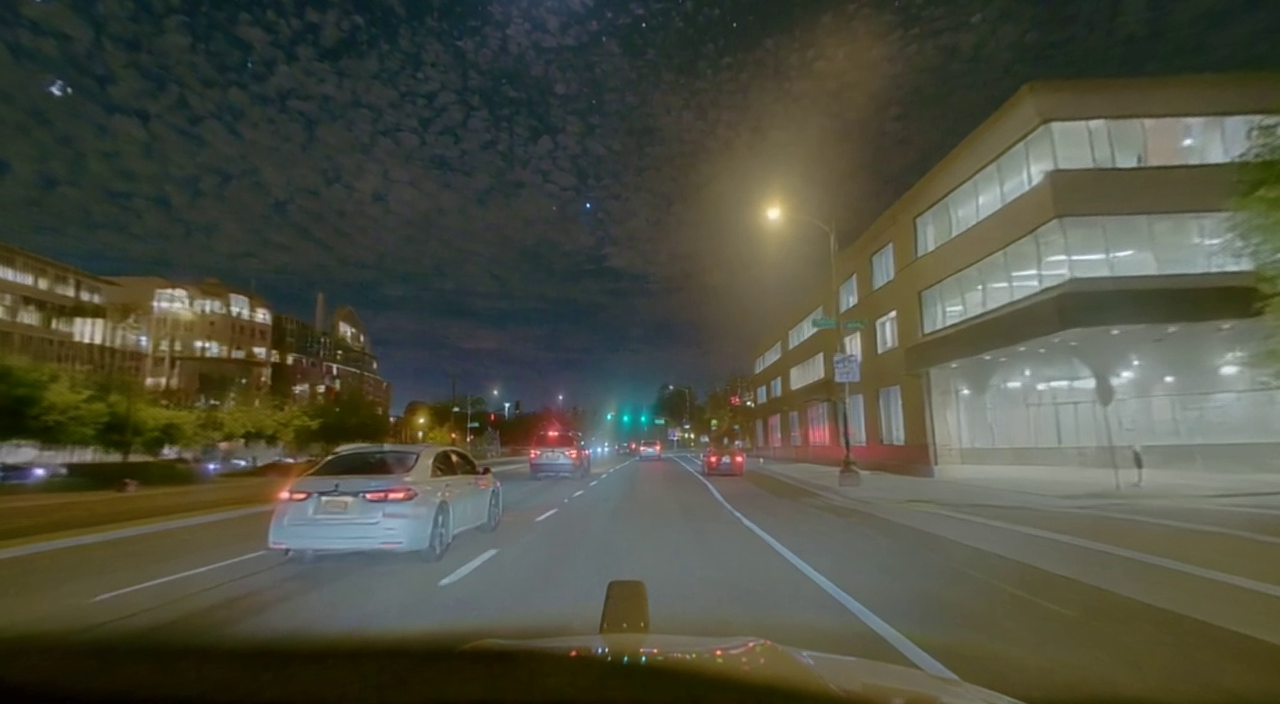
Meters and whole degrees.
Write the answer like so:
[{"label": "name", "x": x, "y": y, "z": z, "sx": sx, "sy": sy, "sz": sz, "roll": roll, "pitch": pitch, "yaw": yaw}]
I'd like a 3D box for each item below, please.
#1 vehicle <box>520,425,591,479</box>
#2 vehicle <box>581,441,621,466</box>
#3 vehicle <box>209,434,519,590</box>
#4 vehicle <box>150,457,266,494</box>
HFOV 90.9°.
[{"label": "vehicle", "x": -3.296, "y": 4.050, "z": 25.661, "sx": 2.152, "sy": 1.987, "sz": 4.527, "roll": -1, "pitch": -9, "yaw": 1}, {"label": "vehicle", "x": -2.456, "y": 6.542, "z": 40.801, "sx": 2.246, "sy": 1.481, "sz": 4.146, "roll": -1, "pitch": -9, "yaw": 1}, {"label": "vehicle", "x": -2.962, "y": 1.804, "z": 8.005, "sx": 1.959, "sy": 1.406, "sz": 4.272, "roll": 0, "pitch": -9, "yaw": 1}, {"label": "vehicle", "x": -19.618, "y": 5.615, "z": 28.948, "sx": 1.878, "sy": 1.472, "sz": 4.736, "roll": -1, "pitch": -9, "yaw": 1}]
